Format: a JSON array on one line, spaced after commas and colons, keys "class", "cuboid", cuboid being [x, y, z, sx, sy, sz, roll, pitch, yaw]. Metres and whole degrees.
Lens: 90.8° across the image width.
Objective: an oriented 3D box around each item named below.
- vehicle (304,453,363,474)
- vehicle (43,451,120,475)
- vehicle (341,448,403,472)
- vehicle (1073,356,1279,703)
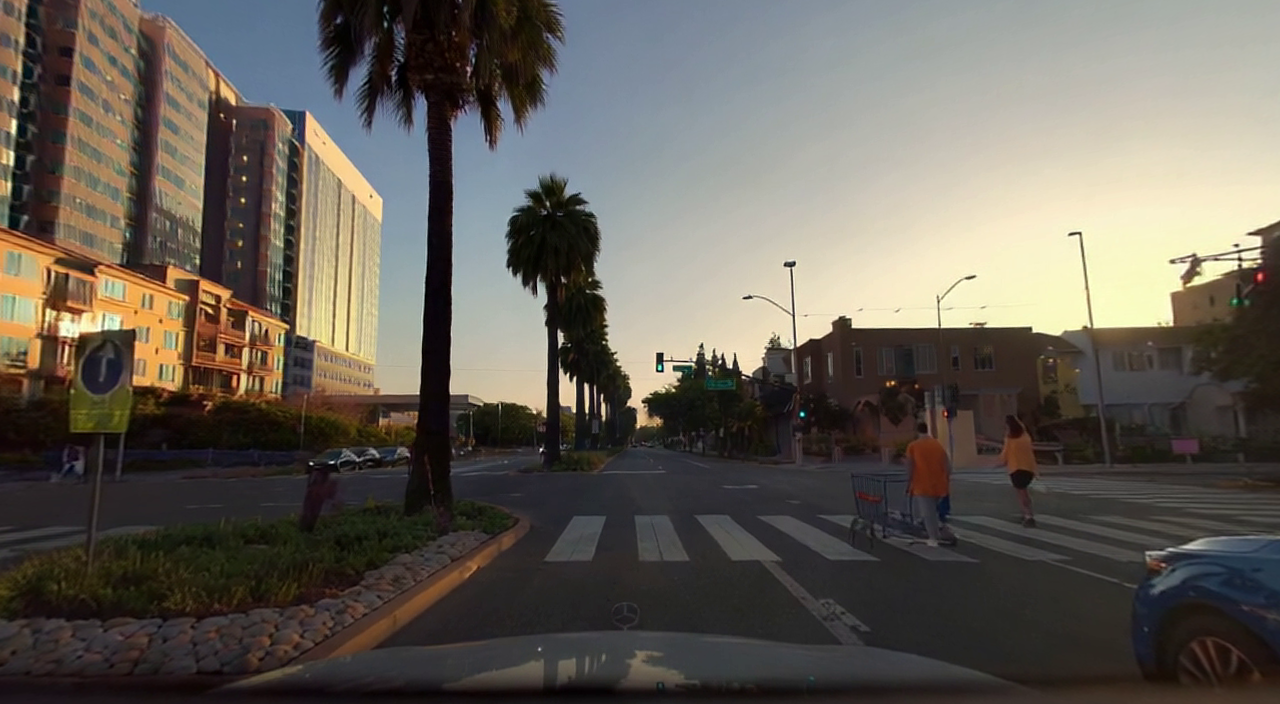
[{"class": "vehicle", "cuboid": [-23.691, 8.587, 49.044, 1.955, 1.480, 5.163, 0, -9, 1]}, {"class": "vehicle", "cuboid": [-41.623, 8.265, 47.220, 1.804, 1.598, 4.362, 0, -8, -2]}, {"class": "vehicle", "cuboid": [-19.714, 7.960, 46.763, 2.357, 1.678, 5.014, 0, -9, 0]}, {"class": "vehicle", "cuboid": [3.296, 0.666, 1.112, 2.060, 1.631, 4.169, 0, -9, 0]}]
